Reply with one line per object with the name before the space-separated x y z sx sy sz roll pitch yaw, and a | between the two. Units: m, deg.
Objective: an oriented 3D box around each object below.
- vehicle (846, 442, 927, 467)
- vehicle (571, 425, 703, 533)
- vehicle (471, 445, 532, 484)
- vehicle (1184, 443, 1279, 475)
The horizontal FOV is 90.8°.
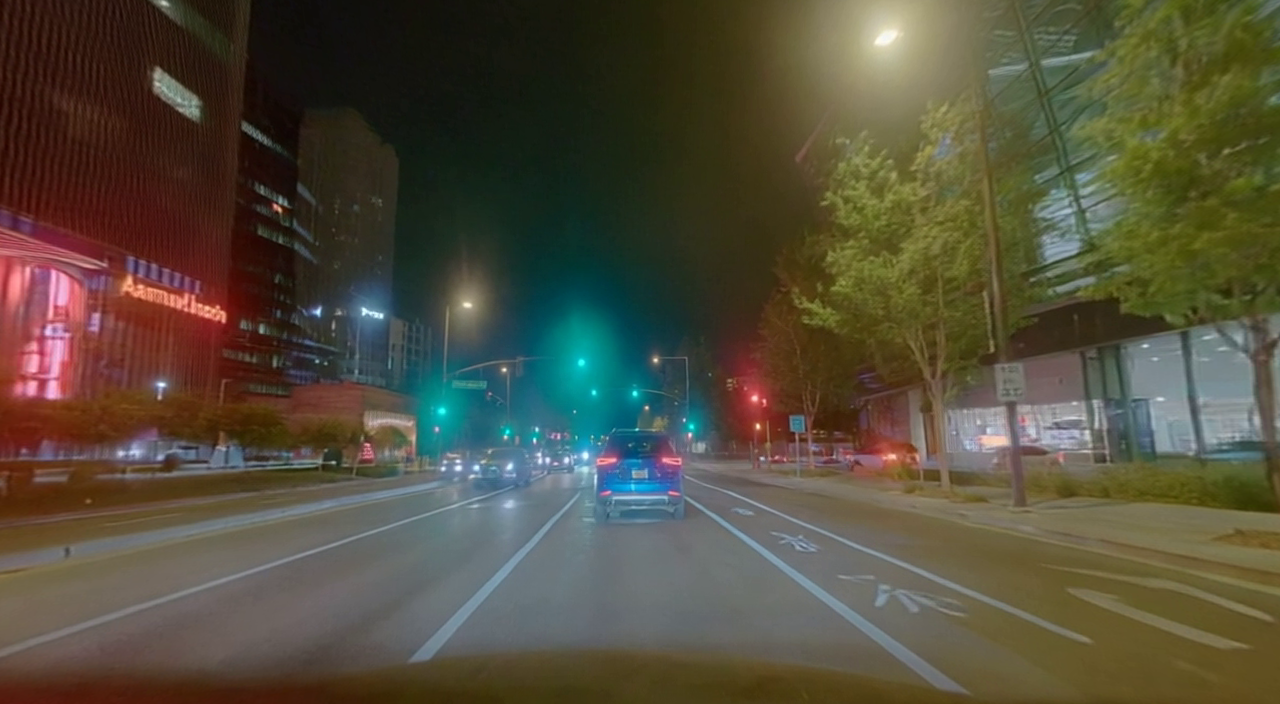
vehicle | 15.793 6.580 40.594 4.422 1.563 1.751 0 -9 -2
vehicle | -0.127 2.421 12.591 2.183 1.765 4.059 0 -9 -2
vehicle | -6.444 5.270 29.906 2.028 1.655 4.189 0 -9 -1
vehicle | 32.530 5.706 33.722 5.161 1.610 2.024 0 -9 -3
